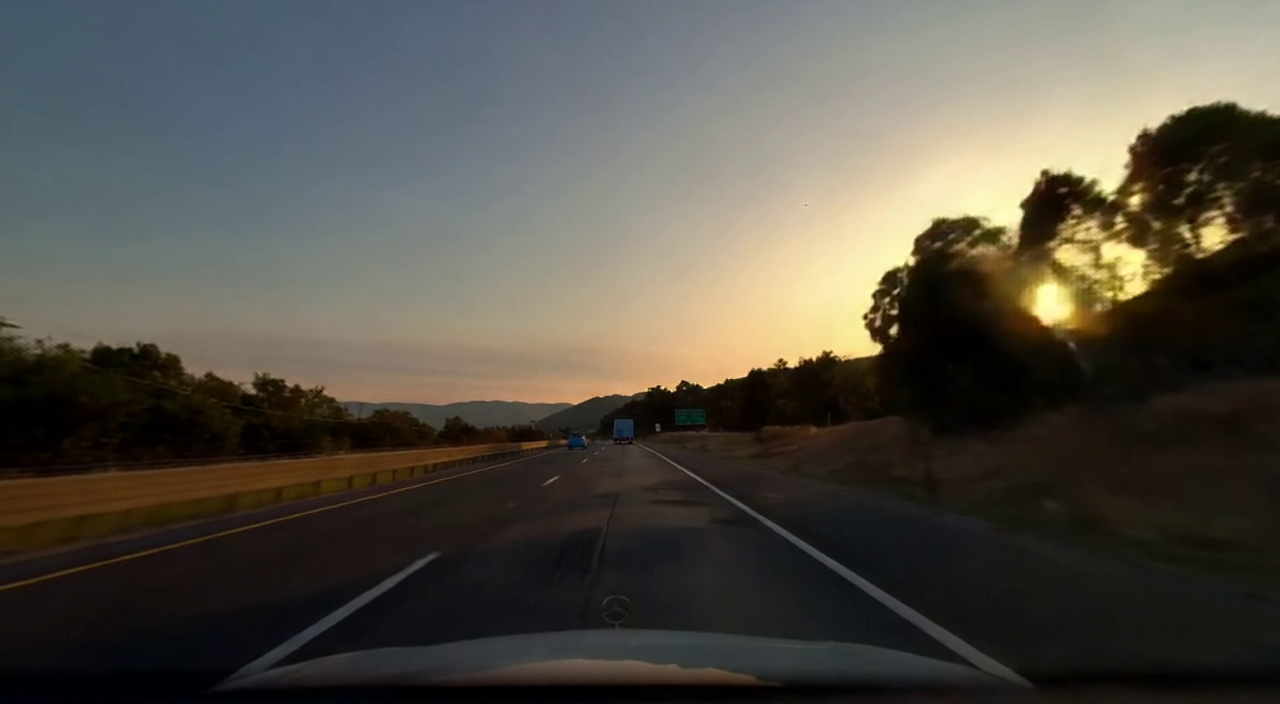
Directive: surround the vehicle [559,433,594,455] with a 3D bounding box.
[{"bbox_3d":[-4.733,6.879,47.418,2.302,1.523,4.383,0,-8,-1],"label":"vehicle"}]
